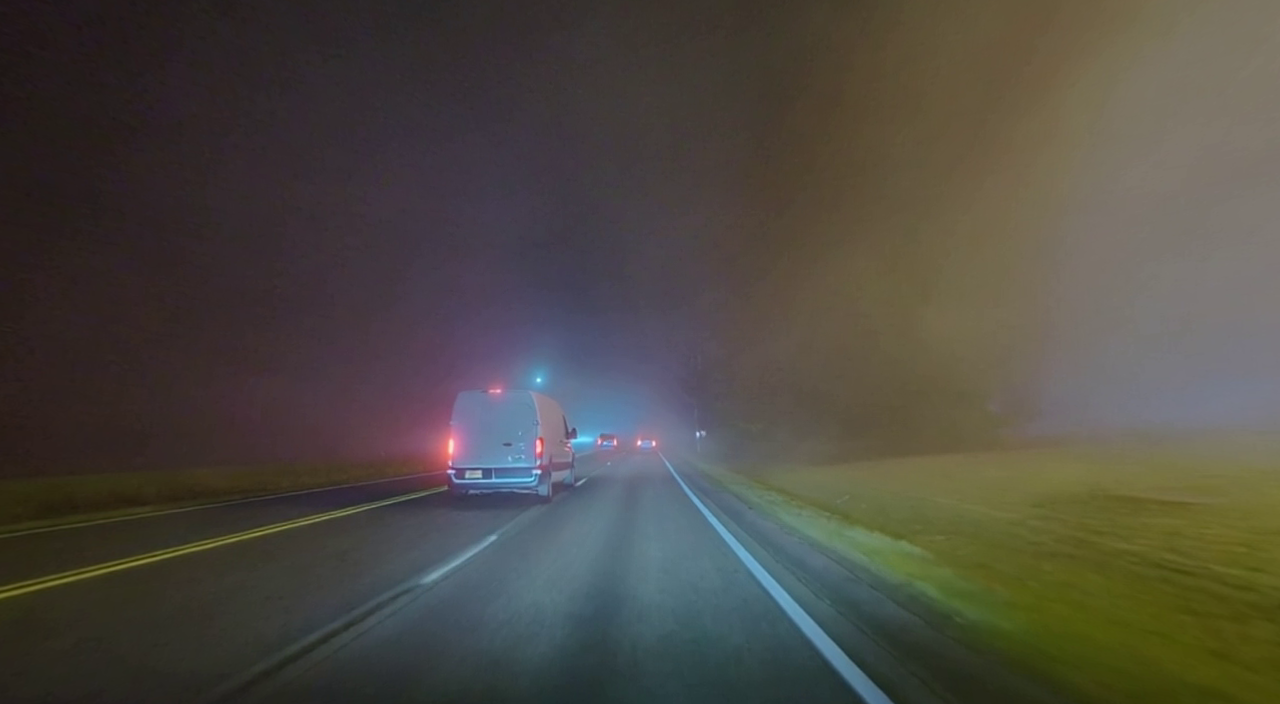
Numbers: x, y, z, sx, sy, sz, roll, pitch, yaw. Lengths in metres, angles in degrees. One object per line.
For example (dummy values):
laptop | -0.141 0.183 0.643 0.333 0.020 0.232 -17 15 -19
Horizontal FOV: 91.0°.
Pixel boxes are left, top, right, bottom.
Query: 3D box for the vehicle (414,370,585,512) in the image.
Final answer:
vehicle | -2.880 2.080 14.816 2.497 2.628 6.016 0 -8 1
